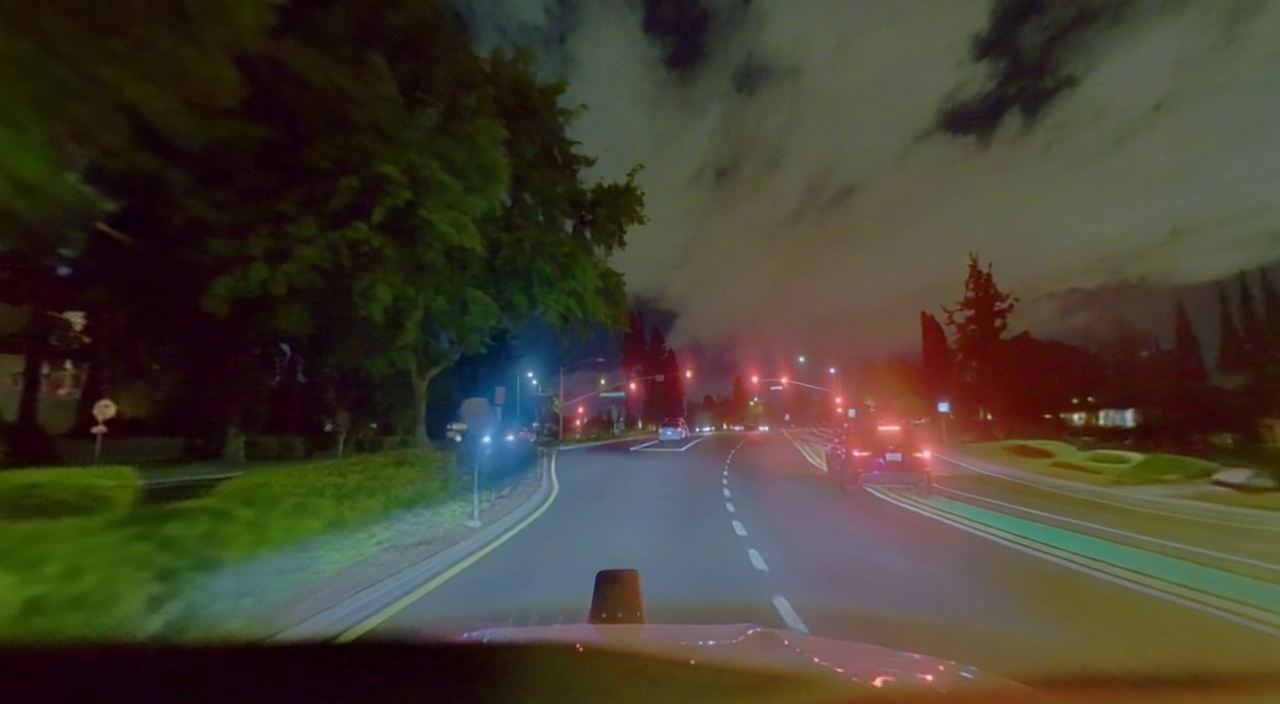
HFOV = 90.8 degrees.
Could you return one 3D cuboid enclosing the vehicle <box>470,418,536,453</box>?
[{"bbox_3d":[-7.640,4.774,35.810,2.182,1.843,4.604,-1,-9,8],"label":"vehicle"}]
